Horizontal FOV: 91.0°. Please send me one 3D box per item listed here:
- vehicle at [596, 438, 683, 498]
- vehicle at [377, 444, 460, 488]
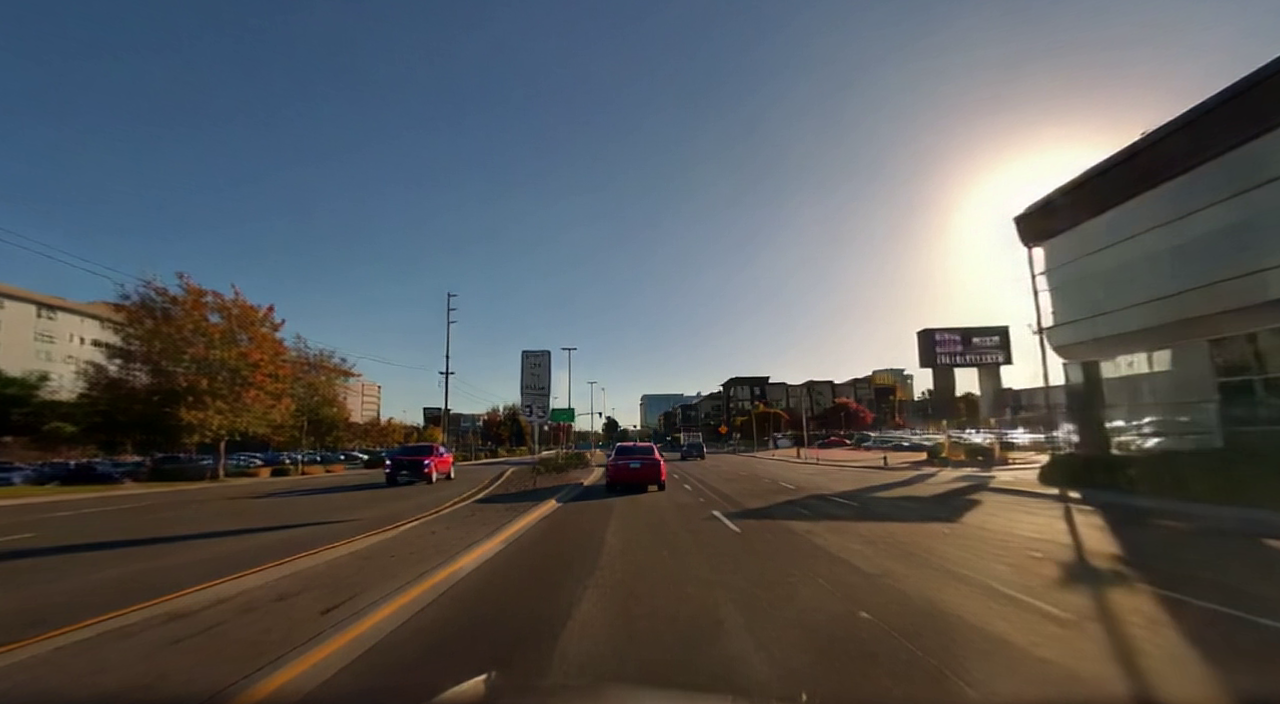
[{"bbox_3d":[-0.048,3.168,17.590,2.126,1.475,3.967,0,-8,-1],"label":"vehicle"},{"bbox_3d":[-9.137,4.680,26.371,1.903,1.476,4.395,-5,-8,-1],"label":"vehicle"}]
